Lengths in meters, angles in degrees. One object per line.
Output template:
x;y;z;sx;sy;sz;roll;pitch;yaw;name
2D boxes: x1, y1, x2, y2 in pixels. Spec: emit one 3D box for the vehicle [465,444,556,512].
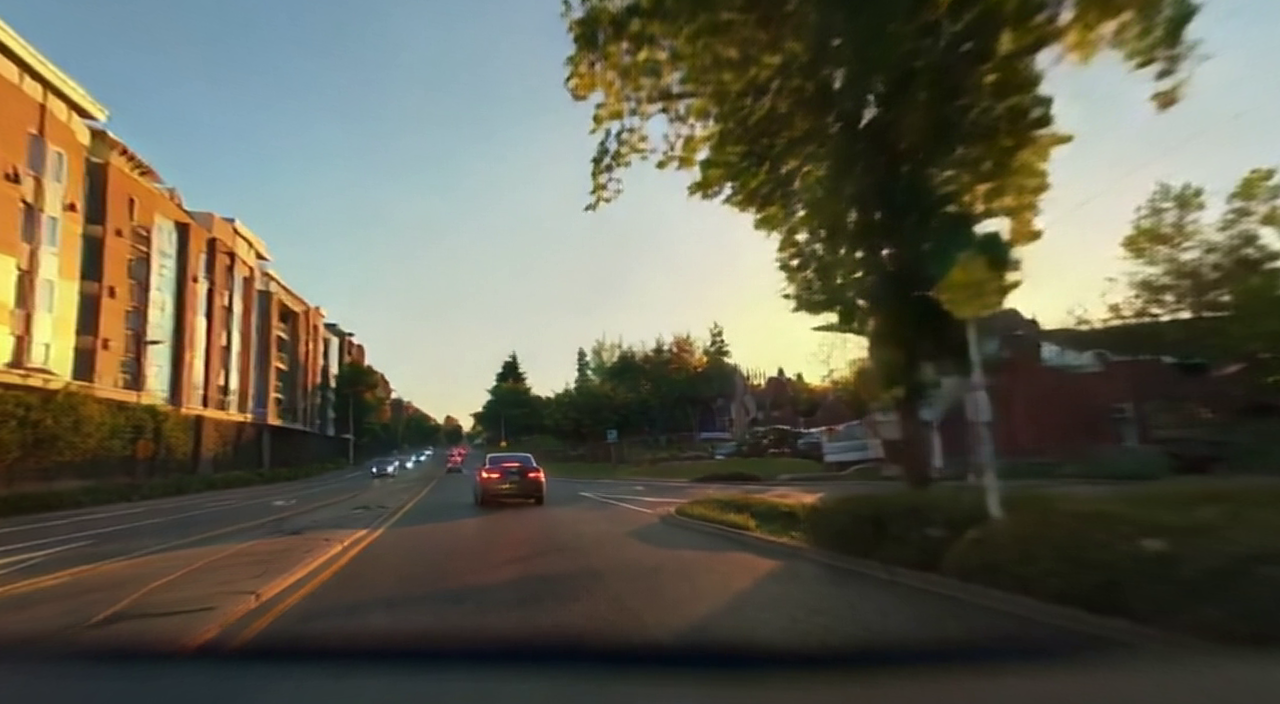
-3.491;3.211;16.410;2.014;1.525;3.670;2;-9;-16;vehicle
